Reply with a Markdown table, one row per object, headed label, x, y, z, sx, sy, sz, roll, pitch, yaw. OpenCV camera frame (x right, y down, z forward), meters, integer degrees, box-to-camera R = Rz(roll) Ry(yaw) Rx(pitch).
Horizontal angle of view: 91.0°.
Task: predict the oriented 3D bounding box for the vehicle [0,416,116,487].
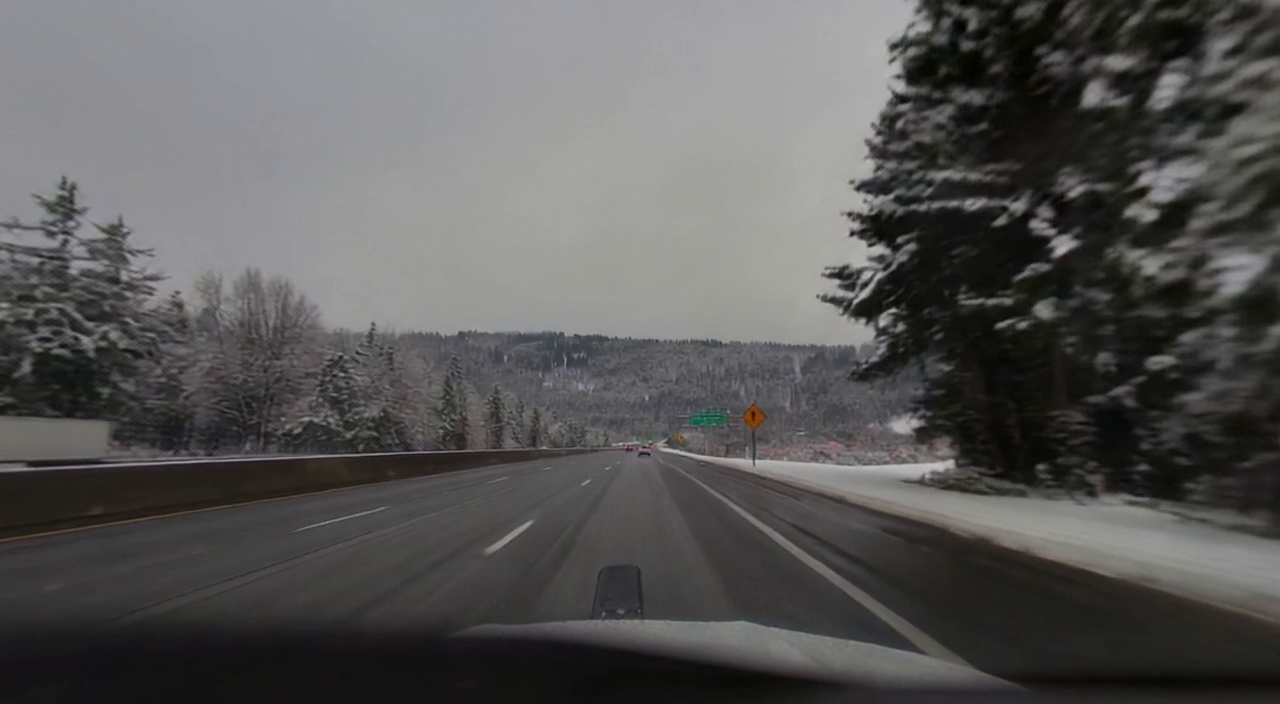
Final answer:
| label | x | y | z | sx | sy | sz | roll | pitch | yaw |
| --- | --- | --- | --- | --- | --- | --- | --- | --- | --- |
| vehicle | -39.311 | 5.841 | 37.038 | 2.963 | 4.145 | 16.363 | 0 | -9 | 0 |
